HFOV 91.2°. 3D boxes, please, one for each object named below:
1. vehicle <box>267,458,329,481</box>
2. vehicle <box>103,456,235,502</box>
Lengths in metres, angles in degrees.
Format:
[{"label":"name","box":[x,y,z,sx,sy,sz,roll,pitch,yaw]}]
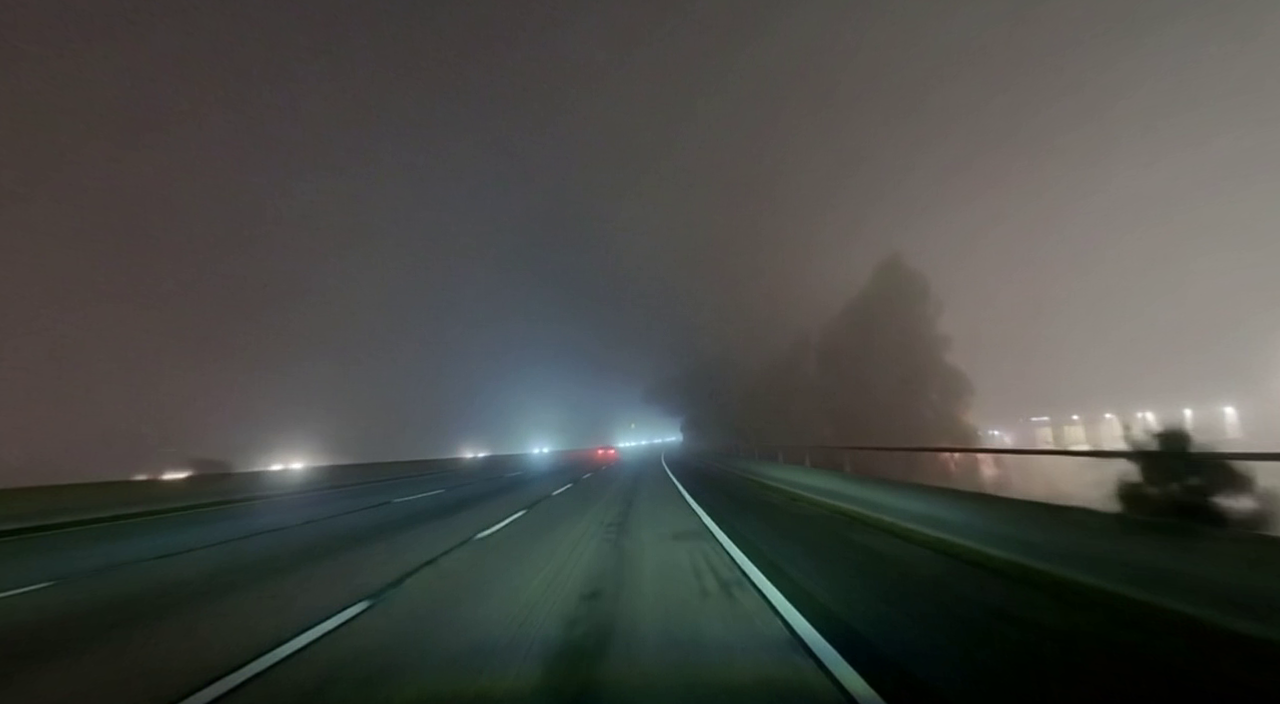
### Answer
[{"label":"vehicle","box":[-24.460,8.404,44.993,1.847,1.519,4.339,0,-9,1]},{"label":"vehicle","box":[-20.135,5.431,27.119,1.966,1.737,4.642,0,-9,1]}]
